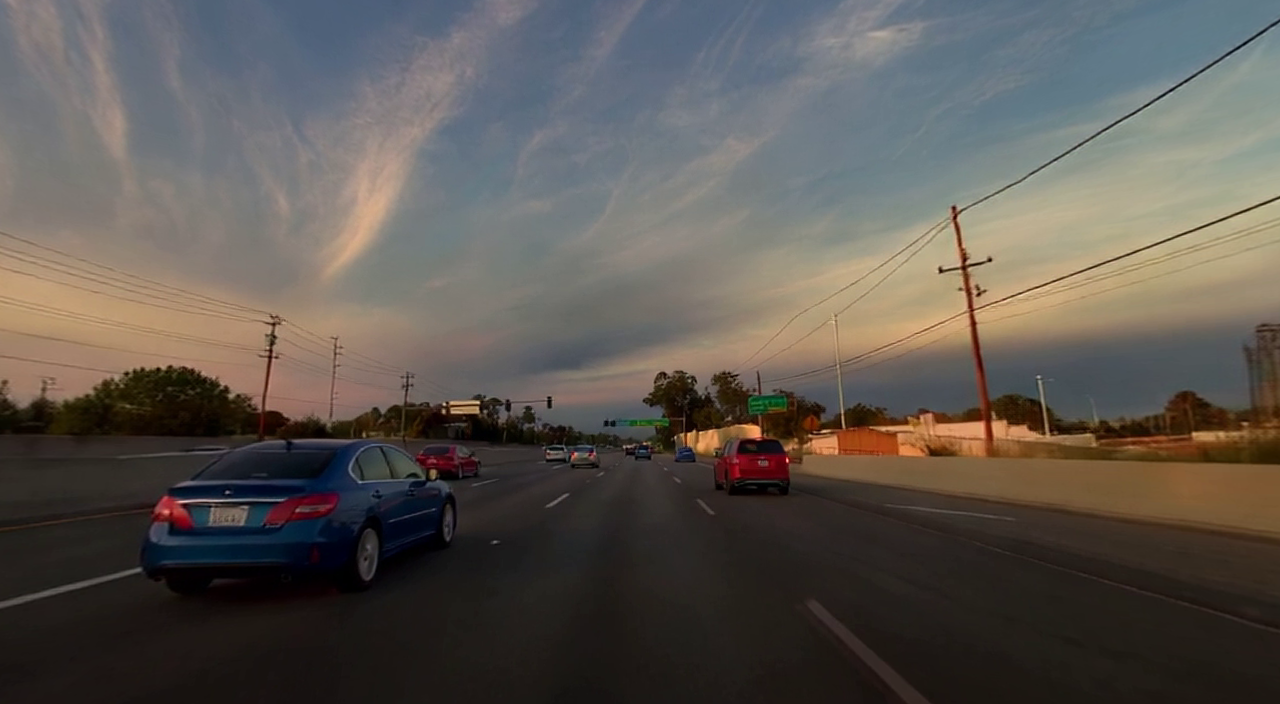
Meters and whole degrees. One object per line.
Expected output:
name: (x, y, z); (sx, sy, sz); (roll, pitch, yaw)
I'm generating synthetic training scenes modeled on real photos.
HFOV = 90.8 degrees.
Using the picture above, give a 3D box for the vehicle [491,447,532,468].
vehicle: (-9.563, 7.894, 47.381); (2.014, 1.481, 4.642); (-1, -9, 2)

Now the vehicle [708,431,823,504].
vehicle: (3.151, 3.017, 16.905); (2.100, 1.659, 4.387); (0, -9, -1)

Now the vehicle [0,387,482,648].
vehicle: (-3.228, 1.419, 6.423); (2.104, 1.707, 4.338); (0, -9, 0)

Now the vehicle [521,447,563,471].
vehicle: (-6.319, 6.941, 41.352); (1.877, 1.474, 4.475); (-1, -9, 2)

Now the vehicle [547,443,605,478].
vehicle: (-2.871, 4.986, 29.265); (2.066, 1.488, 4.377); (-1, -9, 2)
